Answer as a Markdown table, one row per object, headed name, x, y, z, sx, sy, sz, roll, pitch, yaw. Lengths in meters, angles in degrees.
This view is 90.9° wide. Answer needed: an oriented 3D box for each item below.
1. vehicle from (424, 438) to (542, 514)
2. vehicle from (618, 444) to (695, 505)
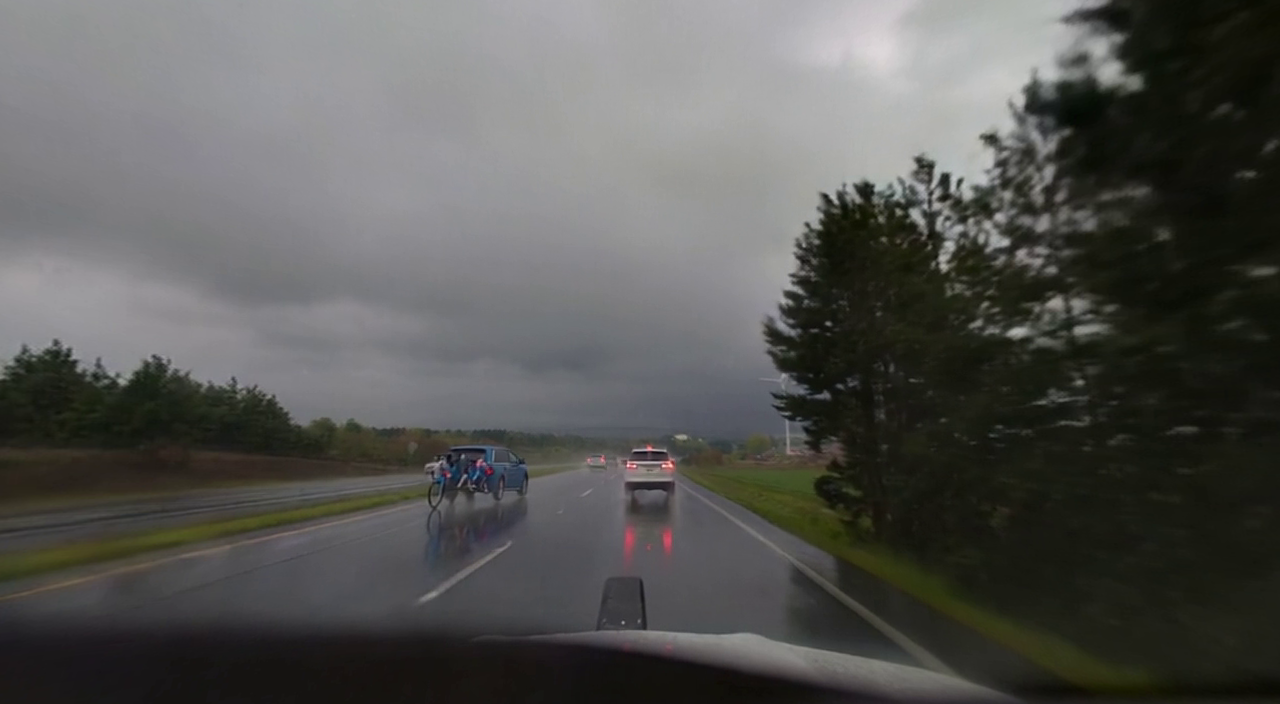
| name | x | y | z | sx | sy | sz | roll | pitch | yaw |
| --- | --- | --- | --- | --- | --- | --- | --- | --- | --- |
| vehicle | -3.861 | 3.124 | 16.300 | 1.962 | 1.681 | 4.033 | 0 | -9 | 1 |
| vehicle | 0.407 | 3.606 | 18.951 | 2.063 | 1.582 | 3.955 | 0 | -9 | -1 |
